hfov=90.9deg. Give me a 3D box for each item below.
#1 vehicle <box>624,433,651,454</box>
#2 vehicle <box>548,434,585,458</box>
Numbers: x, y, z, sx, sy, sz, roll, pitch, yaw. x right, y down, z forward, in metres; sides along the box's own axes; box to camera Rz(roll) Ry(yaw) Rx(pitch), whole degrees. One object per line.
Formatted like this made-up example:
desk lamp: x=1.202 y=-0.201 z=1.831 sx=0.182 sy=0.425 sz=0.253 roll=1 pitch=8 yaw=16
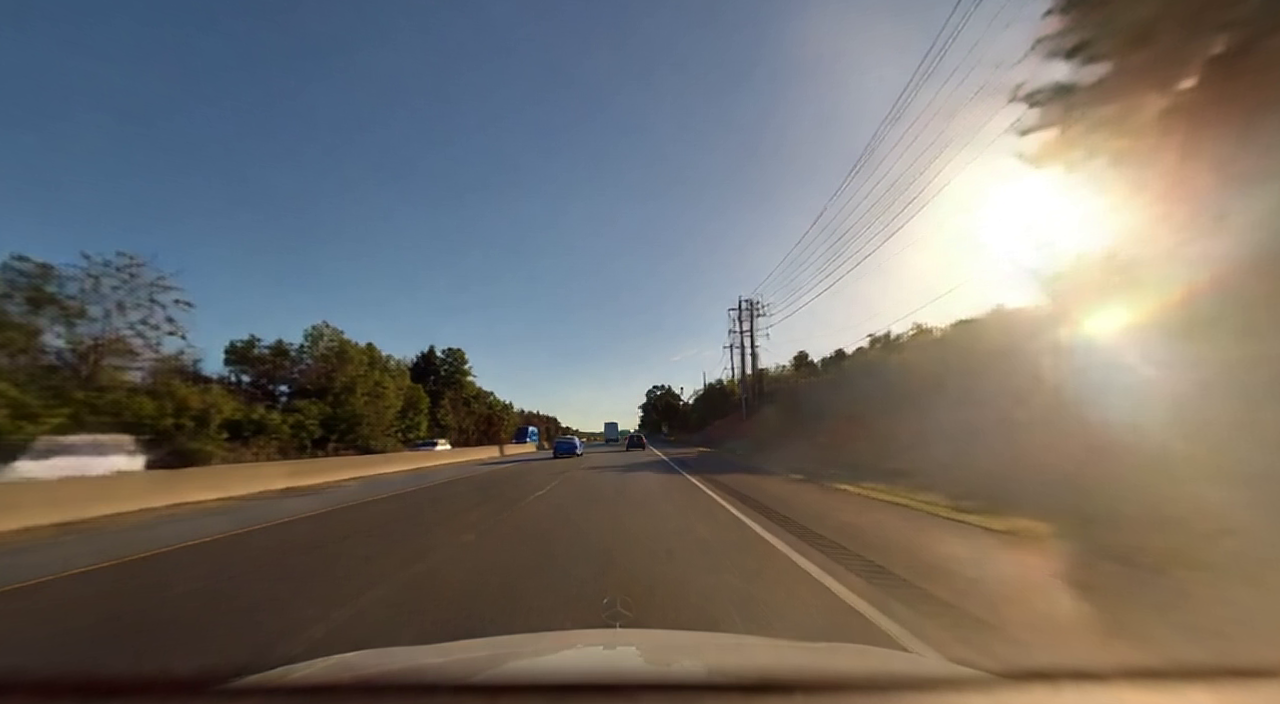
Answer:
vehicle: x=-0.227 y=6.807 z=46.843 sx=1.890 sy=1.472 sz=3.716 roll=0 pitch=-8 yaw=-1
vehicle: x=-4.631 y=5.948 z=40.124 sx=1.911 sy=1.477 sz=3.807 roll=0 pitch=-8 yaw=0
